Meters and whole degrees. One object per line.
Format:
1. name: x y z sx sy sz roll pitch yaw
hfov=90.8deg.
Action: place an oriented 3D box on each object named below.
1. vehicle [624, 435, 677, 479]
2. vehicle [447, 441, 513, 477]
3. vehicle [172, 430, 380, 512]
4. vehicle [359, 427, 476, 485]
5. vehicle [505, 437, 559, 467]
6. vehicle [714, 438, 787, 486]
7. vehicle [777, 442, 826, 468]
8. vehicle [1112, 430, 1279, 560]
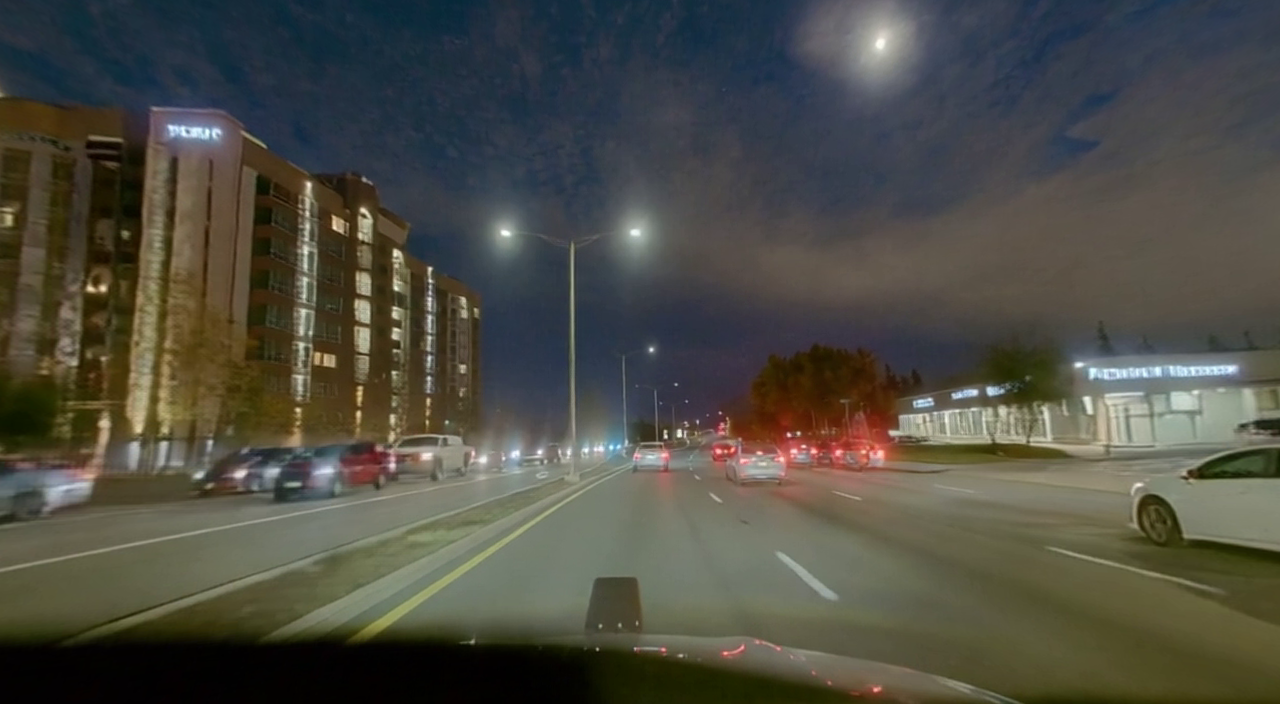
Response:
1. vehicle: 0.502 4.468 27.096 2.101 1.694 3.979 0 -9 2
2. vehicle: -7.993 5.379 32.121 1.920 1.590 5.041 -3 -8 2
3. vehicle: -8.692 2.875 15.785 2.183 1.706 4.862 0 -9 1
4. vehicle: -8.386 3.987 24.510 2.460 1.970 5.271 0 -9 2
5. vehicle: -7.090 6.657 42.069 2.218 1.819 5.732 -1 -9 4
6. vehicle: 3.725 3.764 21.893 1.852 1.498 3.825 0 -9 0
7. vehicle: 9.531 6.102 37.646 1.860 1.475 4.488 0 -9 2
8. vehicle: 8.220 1.646 7.345 1.909 1.456 4.569 0 -9 0
